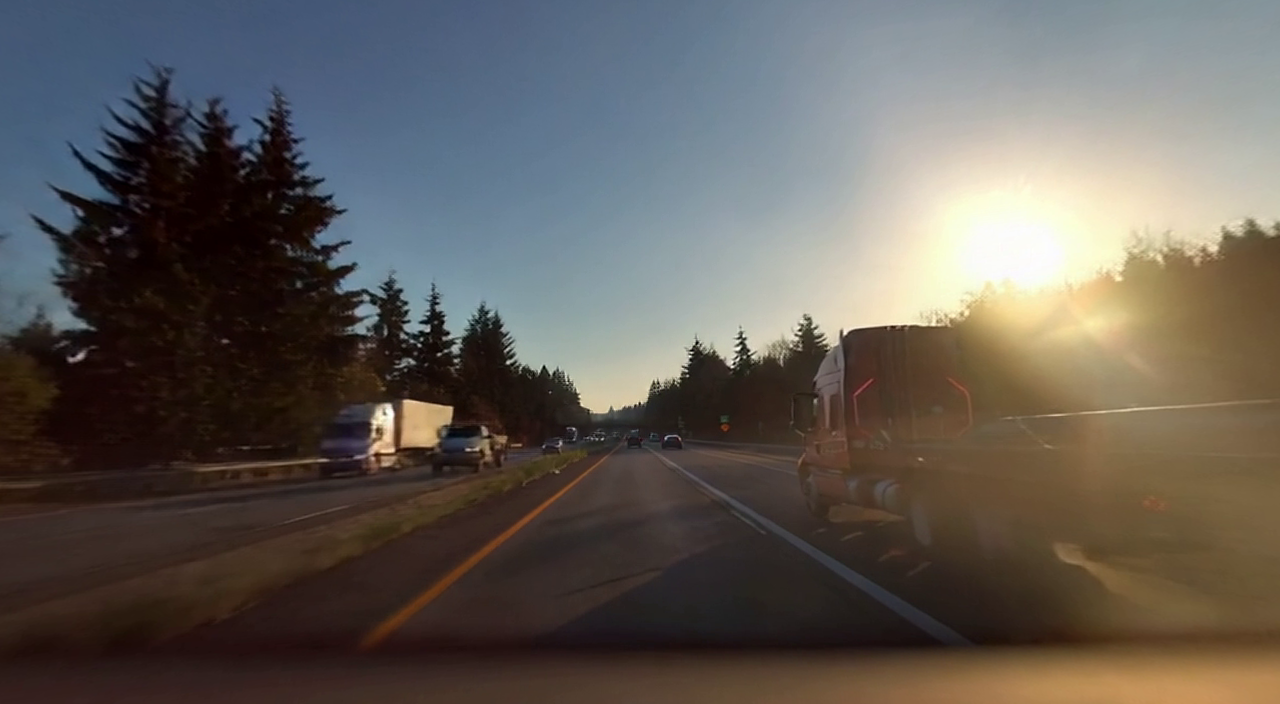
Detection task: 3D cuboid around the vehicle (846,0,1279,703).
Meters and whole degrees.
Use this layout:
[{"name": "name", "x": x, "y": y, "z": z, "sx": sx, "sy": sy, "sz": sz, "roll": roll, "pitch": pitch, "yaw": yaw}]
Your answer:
[{"name": "vehicle", "x": 4.010, "y": -0.638, "z": 0.127, "sx": 3.038, "sy": 3.975, "sz": 13.887, "roll": 0, "pitch": -8, "yaw": -1}]

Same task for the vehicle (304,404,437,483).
[{"name": "vehicle", "x": -12.430, "y": 4.300, "z": 30.125, "sx": 2.853, "sy": 3.219, "sz": 8.270, "roll": 0, "pitch": -7, "yaw": -2}]

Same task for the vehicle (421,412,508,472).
[{"name": "vehicle", "x": -8.179, "y": 4.283, "z": 30.193, "sx": 2.229, "sy": 2.505, "sz": 6.530, "roll": 0, "pitch": -8, "yaw": 0}]
